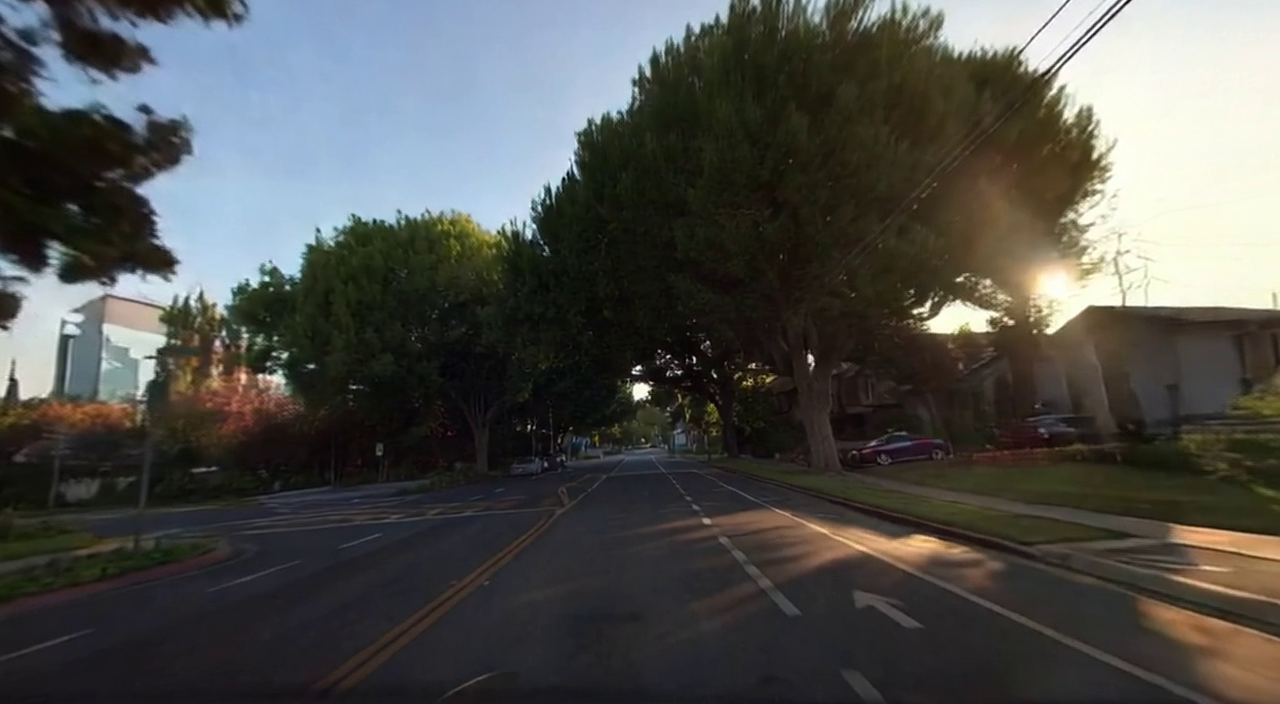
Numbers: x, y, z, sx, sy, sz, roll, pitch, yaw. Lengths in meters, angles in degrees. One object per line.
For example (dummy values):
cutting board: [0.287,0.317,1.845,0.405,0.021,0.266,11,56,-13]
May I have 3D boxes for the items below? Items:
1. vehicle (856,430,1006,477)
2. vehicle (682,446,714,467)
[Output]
vehicle: [11.094,3.940,24.526,1.904,1.626,5.012,6,-11,-31]
vehicle: [4.359,7.920,48.008,1.997,1.462,4.233,0,-9,0]
